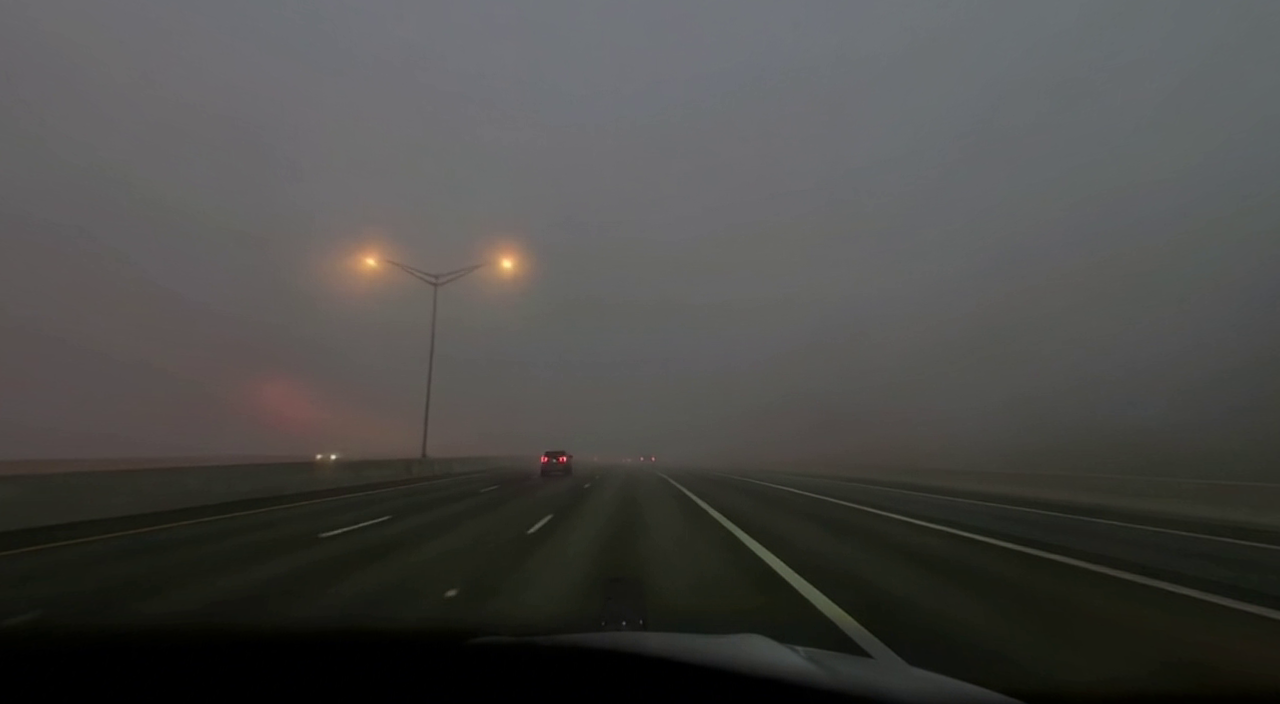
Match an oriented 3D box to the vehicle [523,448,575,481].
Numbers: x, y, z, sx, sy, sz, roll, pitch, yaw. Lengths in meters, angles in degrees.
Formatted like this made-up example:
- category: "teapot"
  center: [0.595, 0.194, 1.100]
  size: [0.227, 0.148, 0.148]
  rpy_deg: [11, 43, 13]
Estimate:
- category: "vehicle"
  center: [-4.412, 5.493, 31.147]
  size: [2.014, 1.481, 4.156]
  rpy_deg: [0, -9, -1]
